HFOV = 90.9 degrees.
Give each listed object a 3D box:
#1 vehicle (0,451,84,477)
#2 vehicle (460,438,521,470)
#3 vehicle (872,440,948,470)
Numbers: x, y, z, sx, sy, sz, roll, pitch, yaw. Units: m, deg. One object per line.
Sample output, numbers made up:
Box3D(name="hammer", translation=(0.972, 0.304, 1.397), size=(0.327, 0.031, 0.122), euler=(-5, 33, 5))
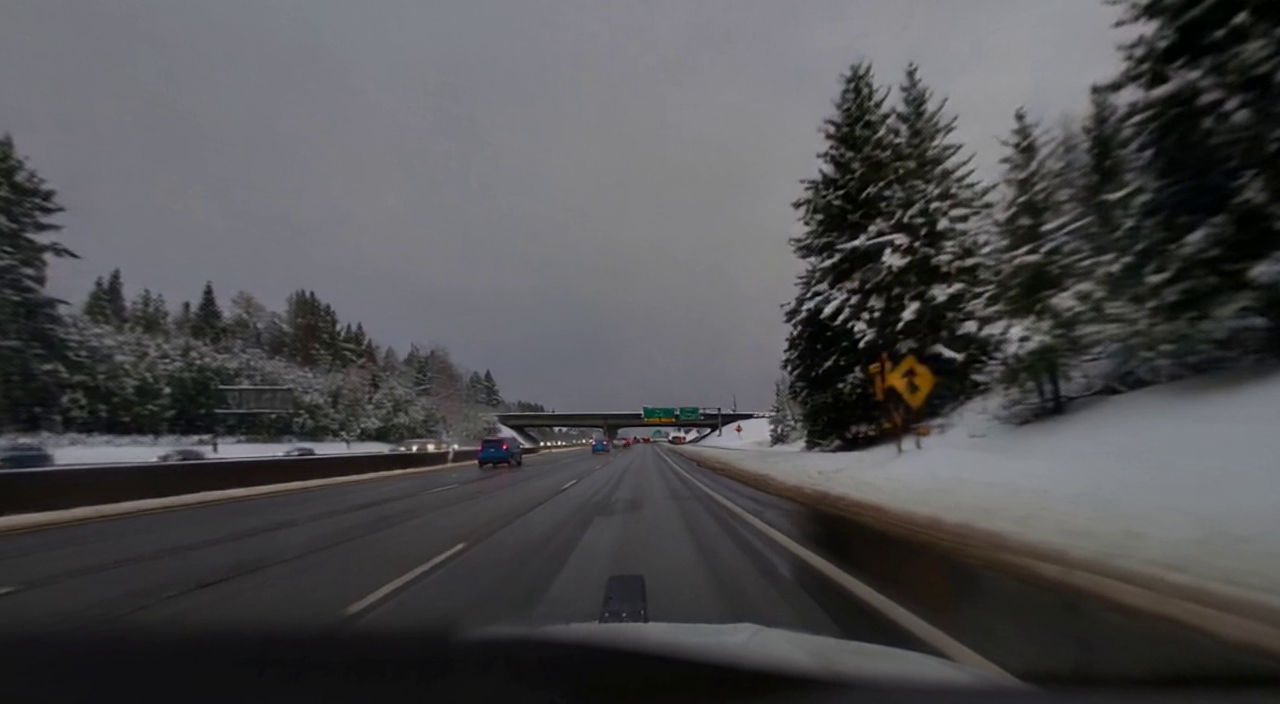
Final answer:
Box3D(name="vehicle", translation=(-41.564, 7.677, 43.527), size=(1.878, 1.675, 4.614), euler=(-1, -8, 4))
Box3D(name="vehicle", translation=(-7.405, 5.076, 31.675), size=(1.987, 1.486, 4.174), euler=(0, -8, 1))
Box3D(name="vehicle", translation=(15.445, 5.872, 36.333), size=(2.000, 1.515, 4.188), euler=(0, -8, -9))
